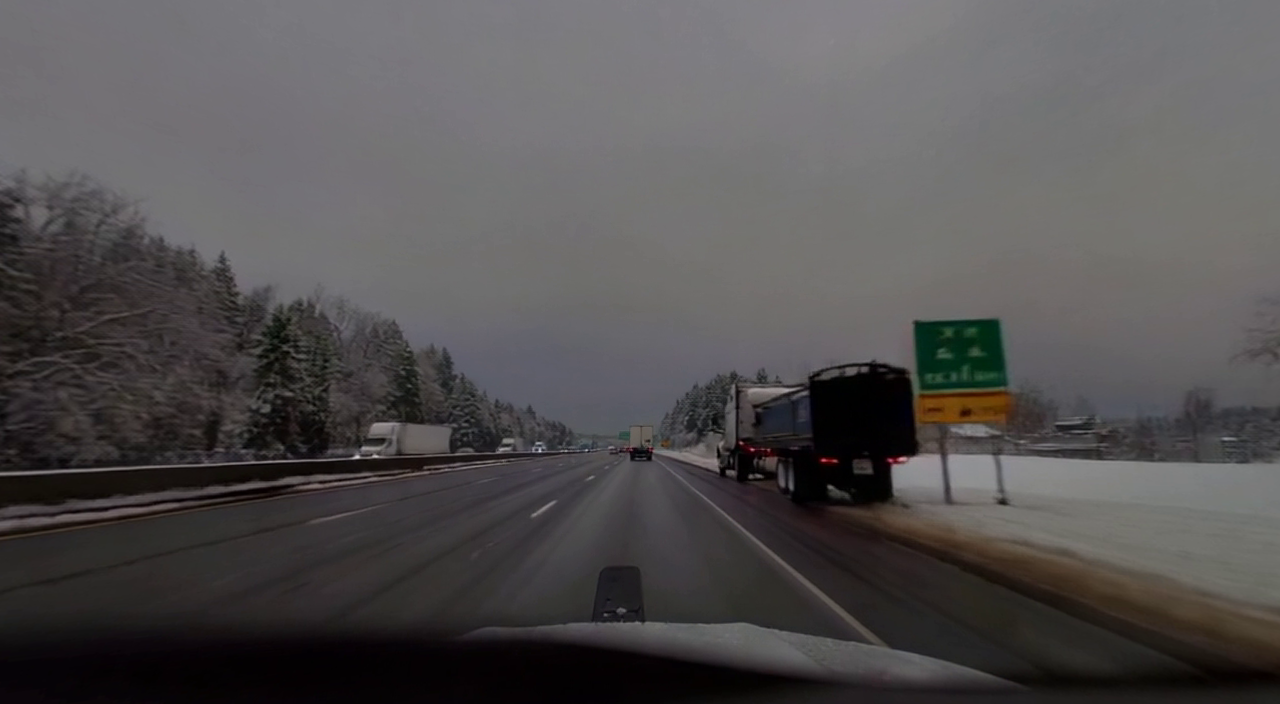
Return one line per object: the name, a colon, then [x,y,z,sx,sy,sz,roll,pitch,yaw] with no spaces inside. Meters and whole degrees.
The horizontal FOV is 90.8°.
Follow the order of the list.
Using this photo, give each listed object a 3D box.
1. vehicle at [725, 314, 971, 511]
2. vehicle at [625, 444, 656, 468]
vehicle: [5.248,2.307,20.274,2.893,4.114,14.332,0,-9,-1]
vehicle: [0.037,6.836,41.656,1.972,1.492,3.697,0,-9,0]
